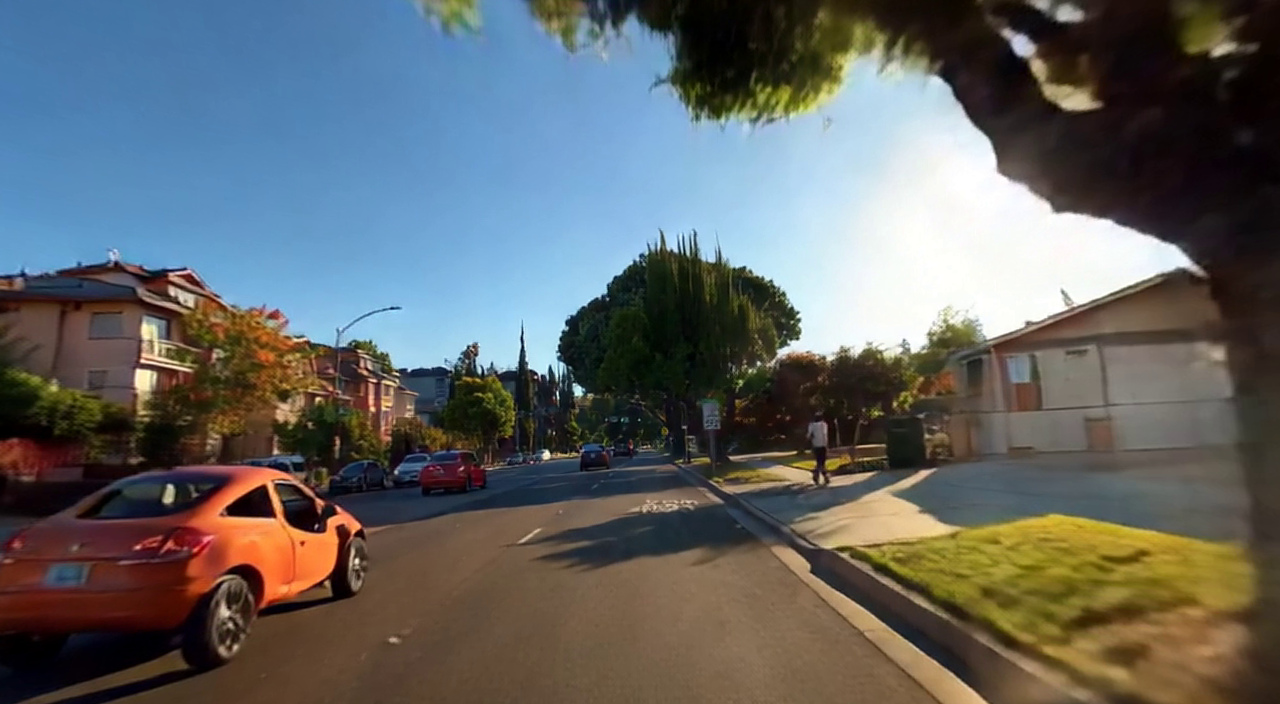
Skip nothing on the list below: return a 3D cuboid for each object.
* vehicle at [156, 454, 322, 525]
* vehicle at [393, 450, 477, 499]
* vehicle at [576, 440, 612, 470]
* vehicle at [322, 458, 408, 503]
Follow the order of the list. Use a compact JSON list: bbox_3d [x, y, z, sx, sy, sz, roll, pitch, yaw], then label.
[{"bbox_3d":[-12.110,4.116,19.474,1.904,1.728,4.997,1,-8,-1],"label":"vehicle"},{"bbox_3d":[-8.950,5.360,27.929,2.019,1.907,4.697,0,-8,1],"label":"vehicle"},{"bbox_3d":[-2.921,6.647,40.588,1.908,1.809,4.230,-1,-8,1],"label":"vehicle"},{"bbox_3d":[-12.172,5.676,28.111,1.910,1.462,4.581,-4,-7,-2],"label":"vehicle"}]
